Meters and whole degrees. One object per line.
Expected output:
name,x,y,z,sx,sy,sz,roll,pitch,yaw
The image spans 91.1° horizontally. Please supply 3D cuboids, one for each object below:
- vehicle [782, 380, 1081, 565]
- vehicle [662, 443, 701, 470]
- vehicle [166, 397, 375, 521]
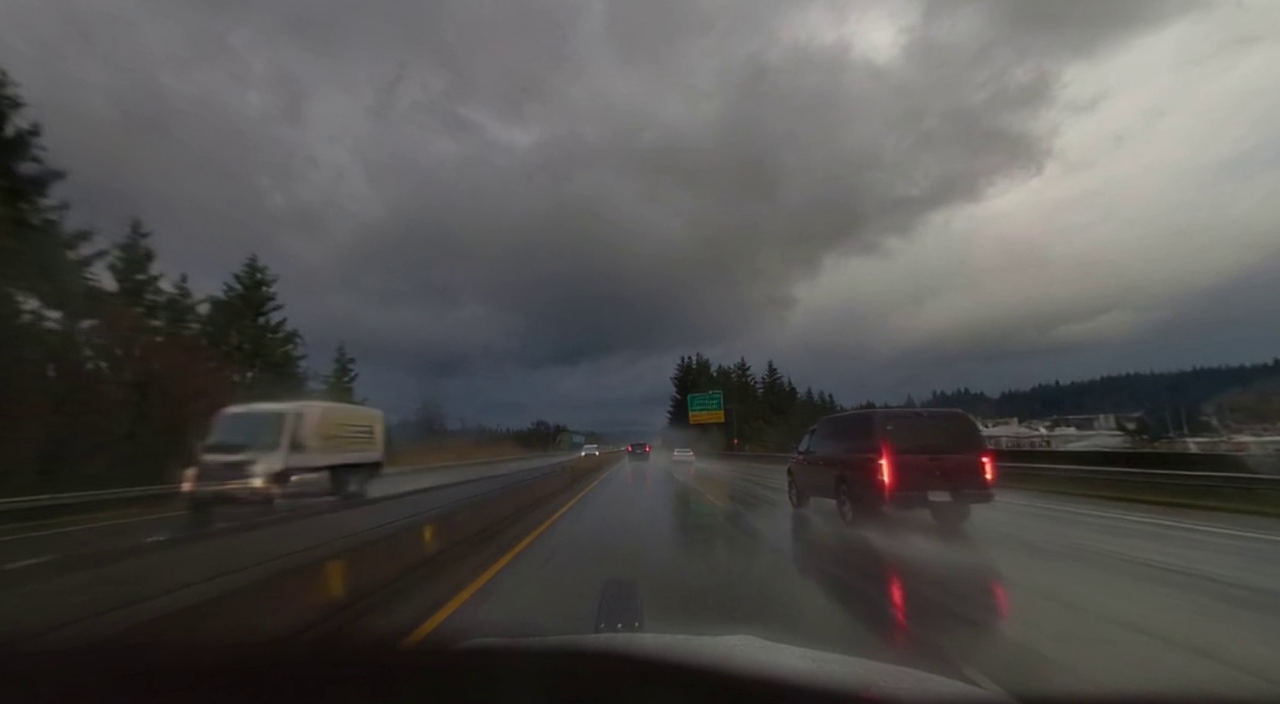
vehicle,3.687,1.650,9.183,1.981,1.984,4.623,0,-9,-2
vehicle,2.656,6.826,41.148,2.123,1.620,4.959,0,-9,-1
vehicle,-11.025,3.276,19.697,2.562,3.204,6.384,0,-9,0
